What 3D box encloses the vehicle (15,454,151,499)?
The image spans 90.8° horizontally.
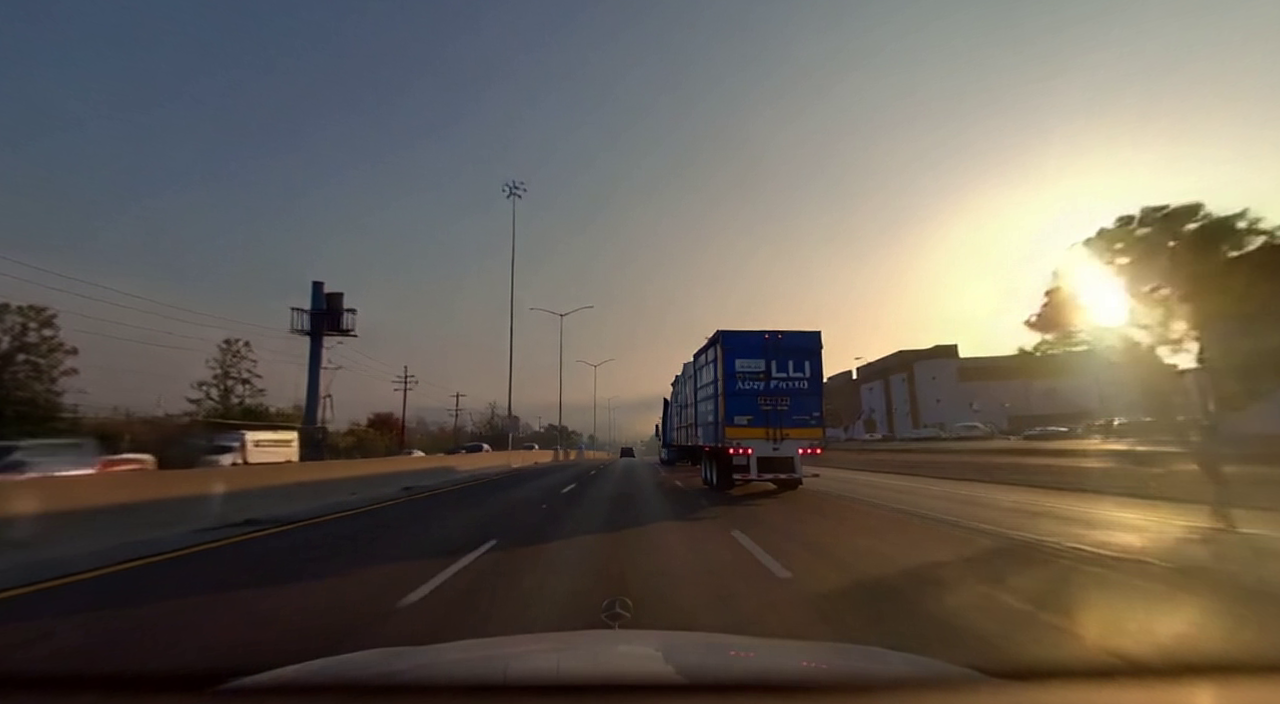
[{"bbox_3d":[-18.410,4.096,21.071,1.545,1.318,3.236,0,-9,0],"label":"vehicle"}]

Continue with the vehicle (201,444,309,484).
[{"bbox_3d":[-14.753,4.277,24.457,1.956,1.417,3.549,0,-9,-1],"label":"vehicle"}]

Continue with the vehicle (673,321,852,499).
[{"bbox_3d":[3.434,2.679,24.089,2.891,4.387,17.121,0,-9,-2],"label":"vehicle"}]

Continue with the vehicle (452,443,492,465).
[{"bbox_3d":[-11.486,6.974,43.386,1.806,1.408,3.416,0,-9,1],"label":"vehicle"}]
